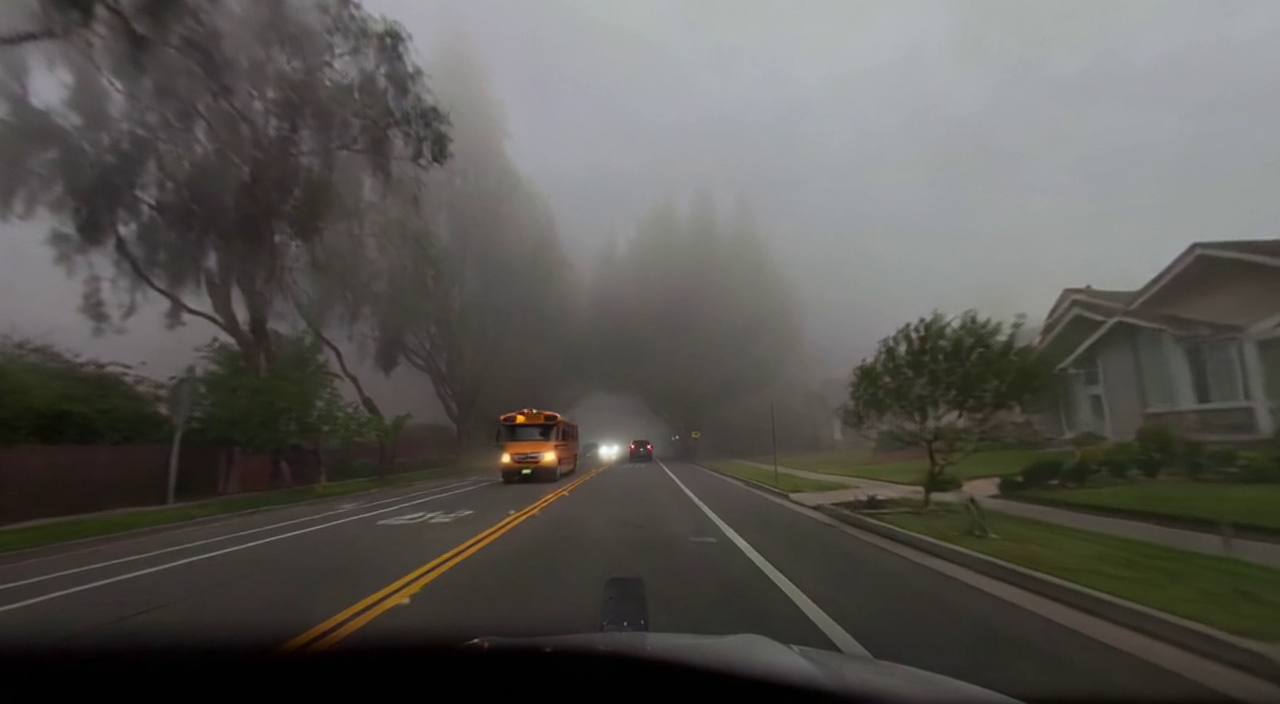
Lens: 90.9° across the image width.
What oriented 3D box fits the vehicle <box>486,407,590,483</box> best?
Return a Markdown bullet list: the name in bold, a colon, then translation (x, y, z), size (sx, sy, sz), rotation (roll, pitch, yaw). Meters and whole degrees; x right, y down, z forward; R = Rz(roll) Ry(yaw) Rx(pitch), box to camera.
- **vehicle**: translation (-4.199, 4.169, 28.399), size (2.966, 2.818, 9.113), rotation (0, -8, 1)
